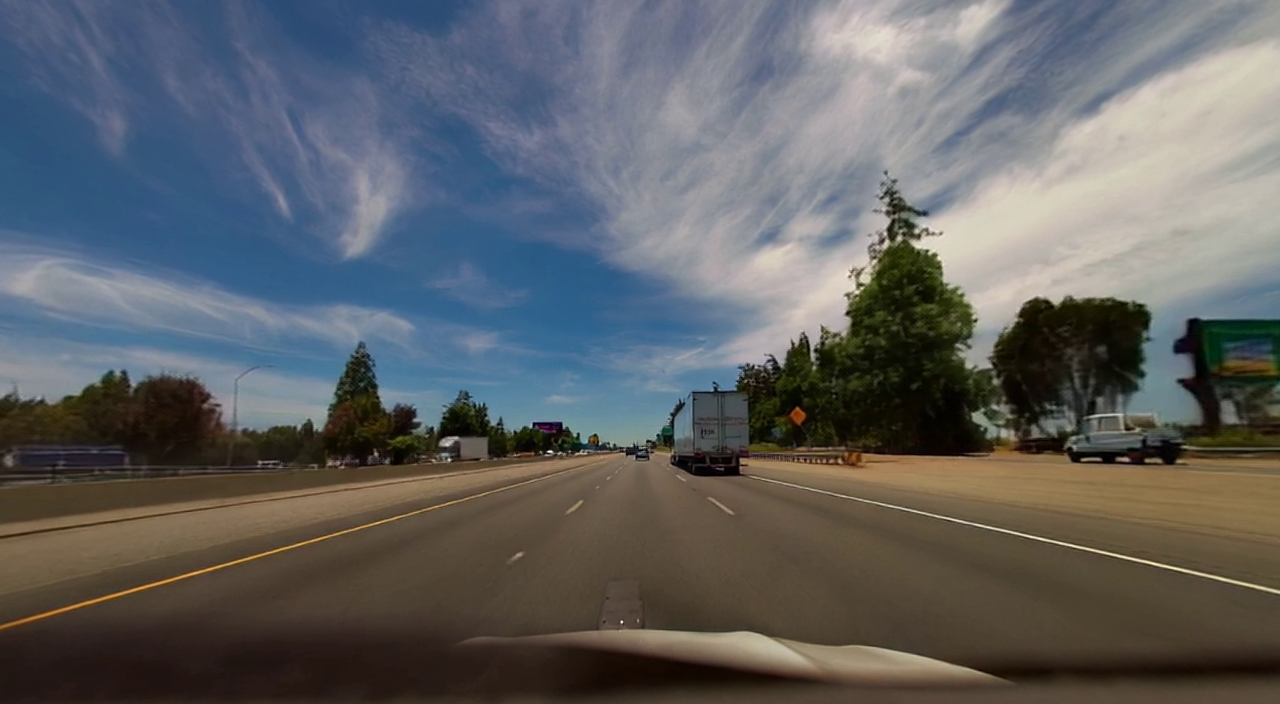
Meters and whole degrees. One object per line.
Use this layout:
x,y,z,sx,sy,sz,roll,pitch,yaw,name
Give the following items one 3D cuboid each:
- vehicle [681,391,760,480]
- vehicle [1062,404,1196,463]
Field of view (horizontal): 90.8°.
4.317,5.003,37.048,3.058,4.312,12.251,0,-9,0,vehicle
37.770,6.579,49.586,3.058,4.007,11.965,-2,-9,11,vehicle
